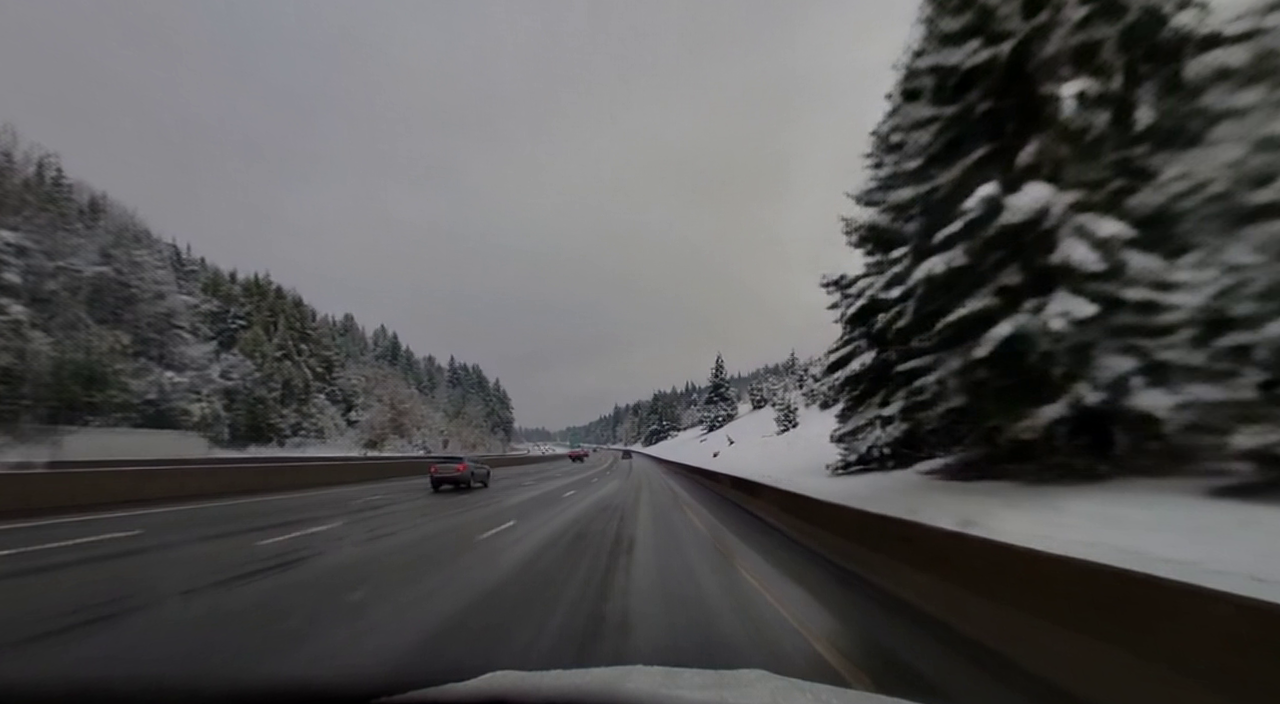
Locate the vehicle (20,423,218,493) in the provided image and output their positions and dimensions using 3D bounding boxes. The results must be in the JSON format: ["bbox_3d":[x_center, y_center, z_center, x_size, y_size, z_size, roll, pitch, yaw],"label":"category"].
[{"bbox_3d":[-22.542,4.654,27.928,2.674,2.663,7.006,0,-9,0],"label":"vehicle"}]

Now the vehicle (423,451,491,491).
[{"bbox_3d":[-7.587,4.944,26.487,1.742,1.494,3.795,0,-9,-1],"label":"vehicle"}]
